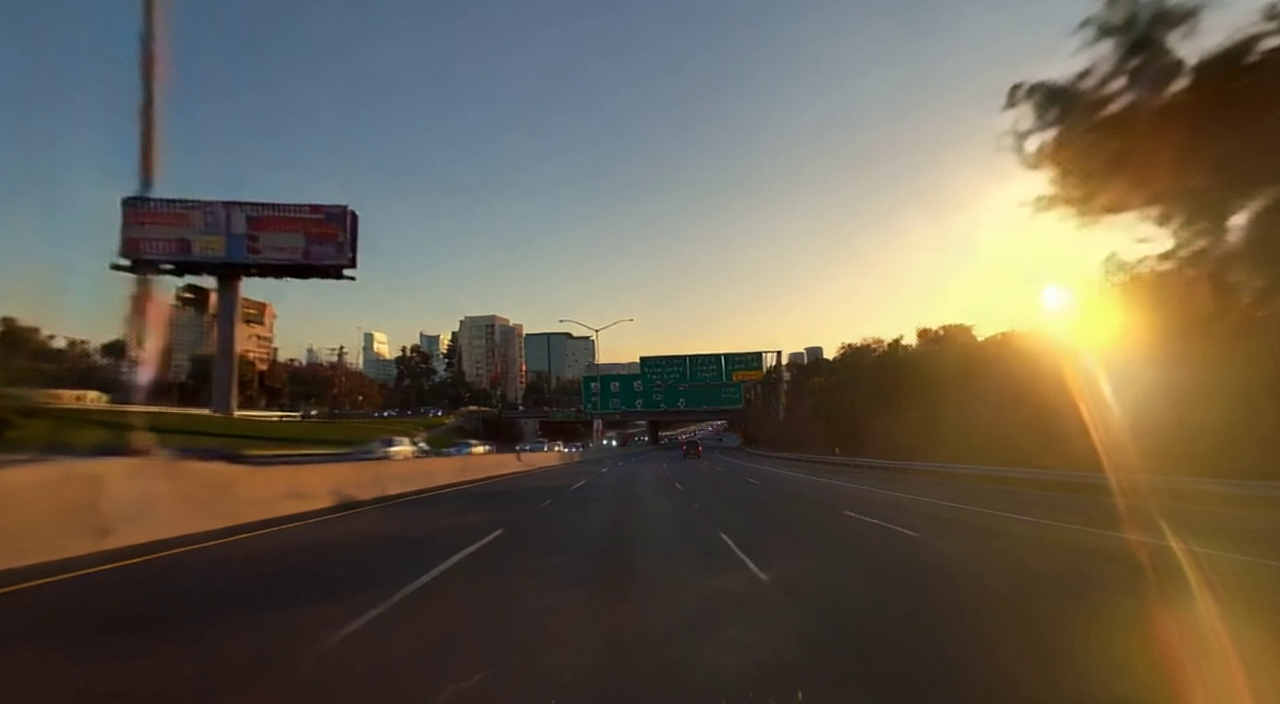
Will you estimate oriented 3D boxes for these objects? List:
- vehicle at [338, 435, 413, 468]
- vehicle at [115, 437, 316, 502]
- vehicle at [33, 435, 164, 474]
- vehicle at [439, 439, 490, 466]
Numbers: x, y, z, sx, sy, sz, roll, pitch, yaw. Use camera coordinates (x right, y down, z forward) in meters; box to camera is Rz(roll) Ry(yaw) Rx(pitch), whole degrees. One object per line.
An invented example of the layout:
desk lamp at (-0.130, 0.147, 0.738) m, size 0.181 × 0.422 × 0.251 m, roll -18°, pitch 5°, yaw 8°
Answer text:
vehicle at (-15.175, 5.725, 36.568) m, size 2.039 × 1.789 × 5.005 m, roll 0°, pitch -8°, yaw 1°
vehicle at (-11.011, 3.047, 16.948) m, size 1.958 × 1.477 × 4.713 m, roll 0°, pitch -8°, yaw 3°
vehicle at (-22.716, 4.303, 26.739) m, size 1.869 × 1.518 × 4.116 m, roll 0°, pitch -8°, yaw 0°
vehicle at (-11.470, 6.572, 41.568) m, size 1.908 × 1.673 × 4.368 m, roll 0°, pitch -8°, yaw 2°
